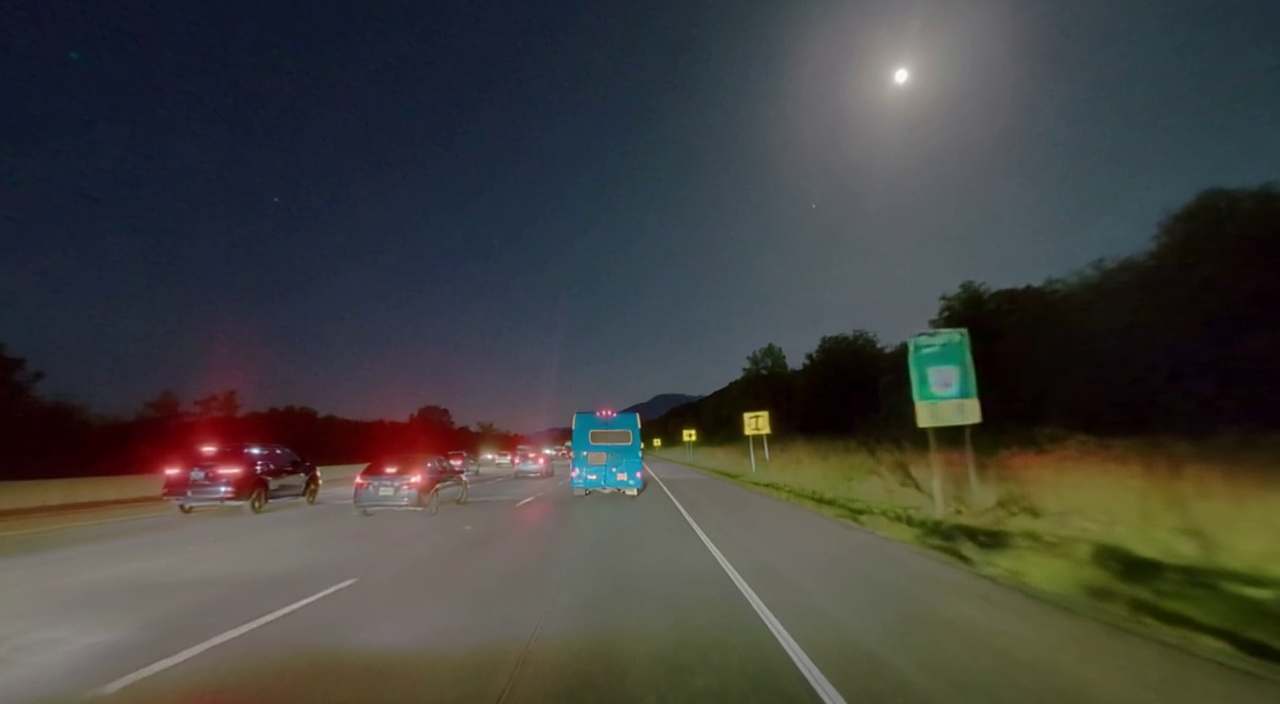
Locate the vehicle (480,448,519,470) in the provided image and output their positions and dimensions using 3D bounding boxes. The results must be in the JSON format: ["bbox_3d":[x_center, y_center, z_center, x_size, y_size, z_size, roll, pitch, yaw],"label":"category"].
[{"bbox_3d":[-10.067,7.672,45.195,1.886,1.462,4.084,0,-9,-1],"label":"vehicle"}]

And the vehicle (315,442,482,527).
[{"bbox_3d":[-4.742,2.636,13.069,1.876,1.438,4.072,0,-9,0],"label":"vehicle"}]

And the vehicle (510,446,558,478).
[{"bbox_3d":[-5.253,5.516,31.607,1.872,1.480,3.545,0,-9,-1],"label":"vehicle"}]

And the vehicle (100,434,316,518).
[{"bbox_3d":[-9.654,2.785,14.597,2.010,1.621,4.252,0,-9,-1],"label":"vehicle"}]

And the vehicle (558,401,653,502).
[{"bbox_3d":[-0.928,2.962,18.787,2.394,2.556,5.232,0,-9,-1],"label":"vehicle"}]
